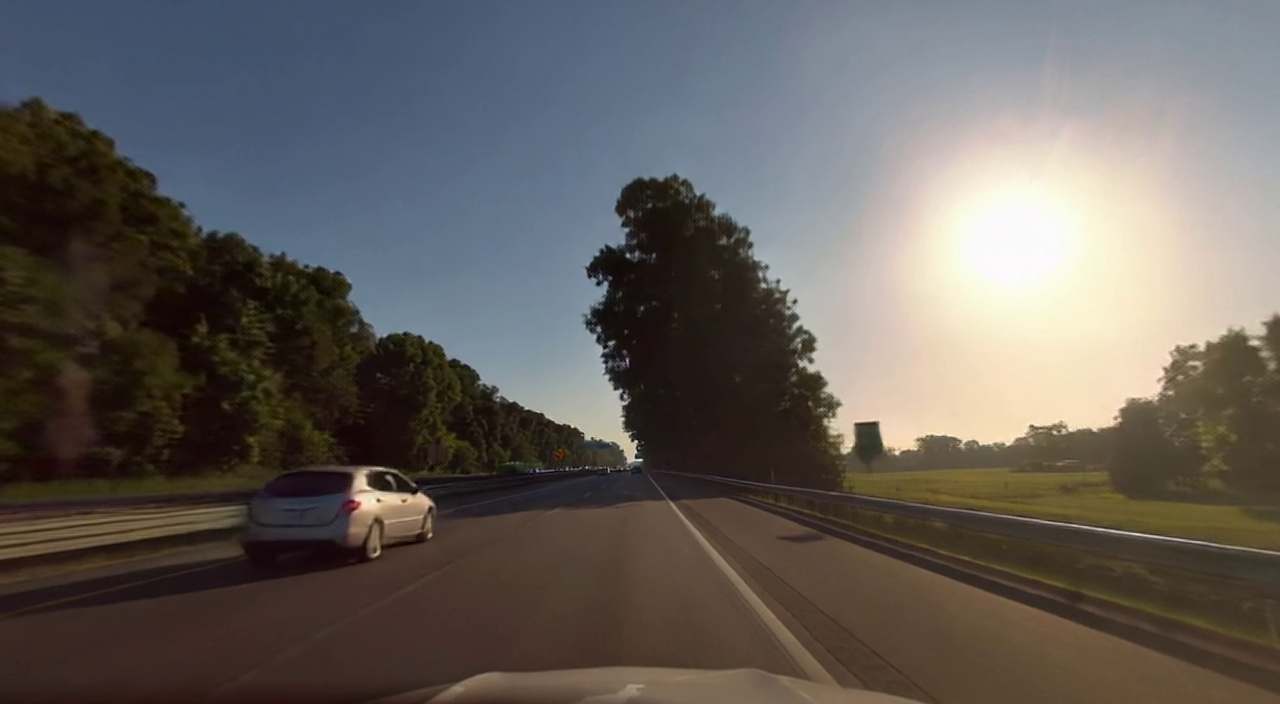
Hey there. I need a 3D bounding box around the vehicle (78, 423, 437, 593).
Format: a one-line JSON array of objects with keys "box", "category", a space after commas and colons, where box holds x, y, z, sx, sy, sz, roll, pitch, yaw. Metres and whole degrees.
[{"box": [-4.466, 1.924, 8.402, 2.042, 1.629, 4.276, 1, -10, 0], "category": "vehicle"}]
